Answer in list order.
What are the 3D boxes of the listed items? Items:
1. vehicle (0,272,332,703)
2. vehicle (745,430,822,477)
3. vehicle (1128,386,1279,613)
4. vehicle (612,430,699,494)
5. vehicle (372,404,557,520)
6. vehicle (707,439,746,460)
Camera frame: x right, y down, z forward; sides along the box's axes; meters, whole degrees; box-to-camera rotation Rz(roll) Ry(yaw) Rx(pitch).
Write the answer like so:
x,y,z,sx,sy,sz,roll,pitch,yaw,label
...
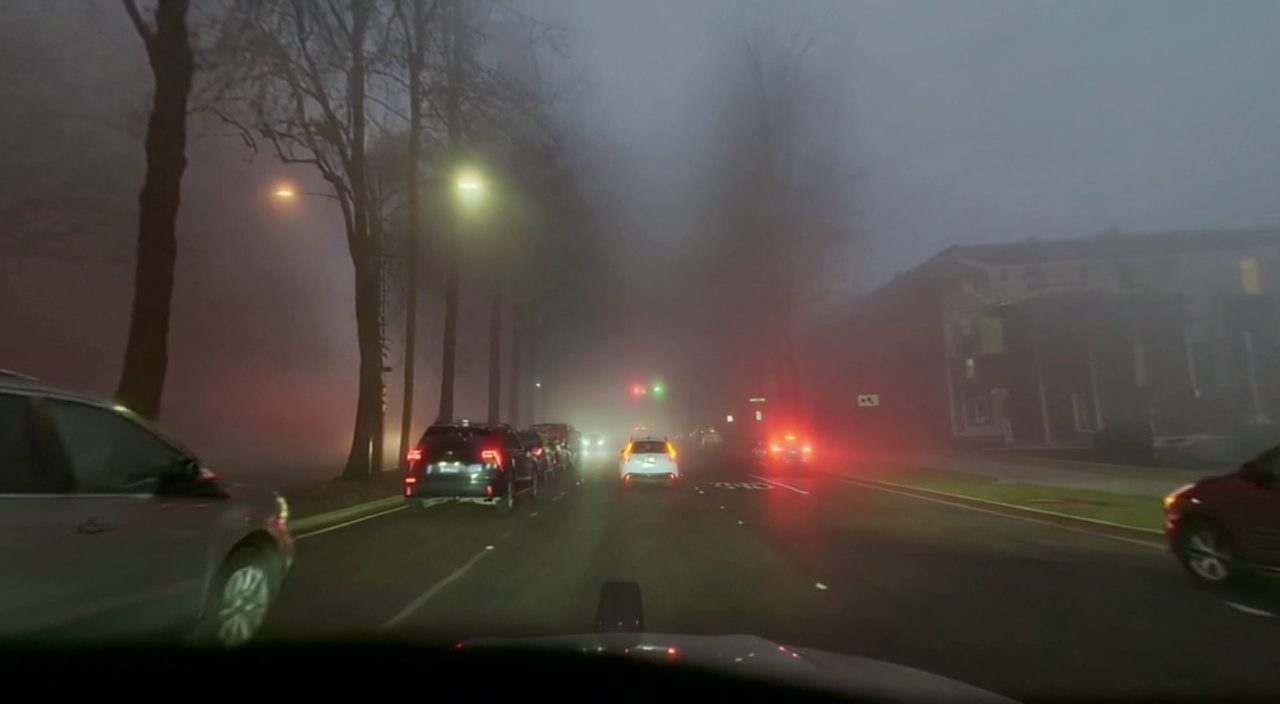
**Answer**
x,y,z,sx,sy,sz,roll,pitch,yaw,label
-3.434,0.694,2.228,2.223,1.957,4.845,0,-9,0,vehicle
6.332,4.540,28.487,2.300,1.903,4.579,0,-9,-1,vehicle
6.517,1.172,4.820,1.997,1.943,4.409,0,-9,0,vehicle
0.313,3.112,18.176,2.201,1.589,3.843,0,-9,-3,vehicle
-3.326,2.241,13.243,2.487,1.978,4.628,0,-9,0,vehicle
6.225,7.081,45.895,1.986,1.477,4.510,0,-9,-3,vehicle
